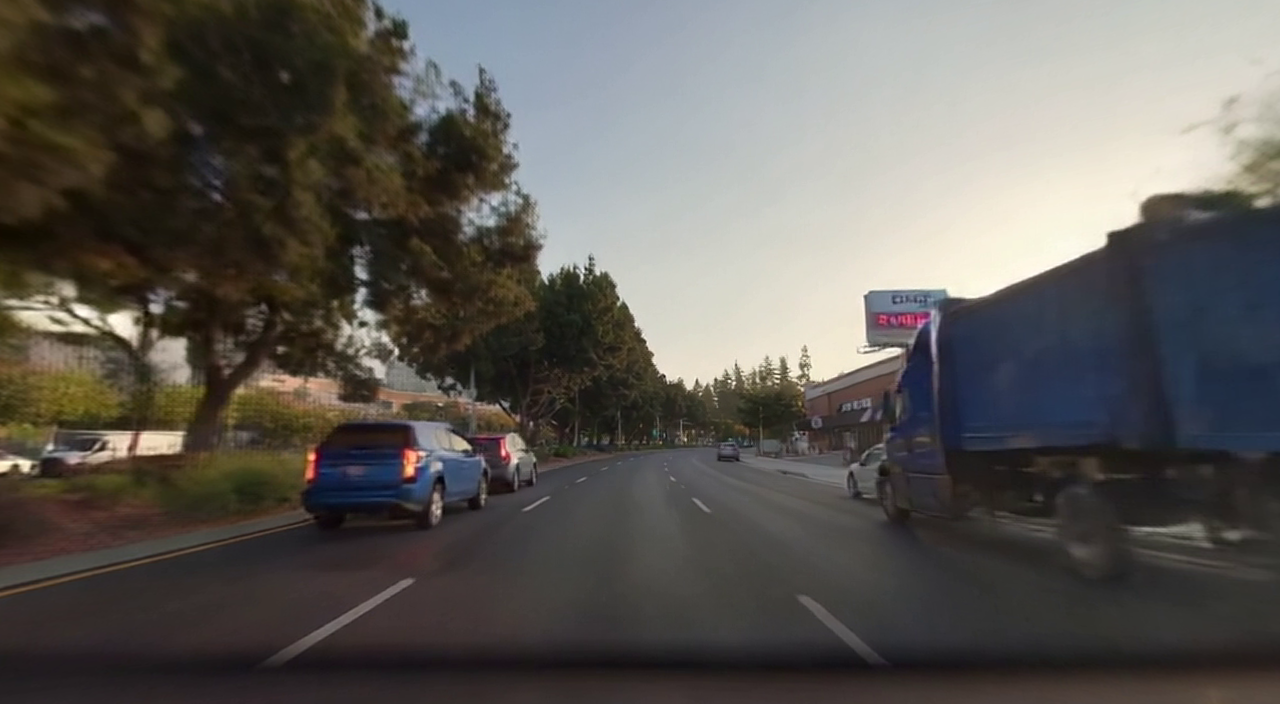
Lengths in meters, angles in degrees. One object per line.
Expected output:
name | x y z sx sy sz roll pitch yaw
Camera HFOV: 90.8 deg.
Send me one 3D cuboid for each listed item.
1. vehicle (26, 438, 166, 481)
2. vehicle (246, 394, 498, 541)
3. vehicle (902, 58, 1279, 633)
vehicle | -28.966 5.814 33.916 5.368 2.121 1.960 8 -13 -37
vehicle | -4.458 2.065 11.940 2.270 2.068 5.865 0 -9 -1
vehicle | 6.092 0.210 6.285 2.981 4.106 8.794 0 -9 -1
